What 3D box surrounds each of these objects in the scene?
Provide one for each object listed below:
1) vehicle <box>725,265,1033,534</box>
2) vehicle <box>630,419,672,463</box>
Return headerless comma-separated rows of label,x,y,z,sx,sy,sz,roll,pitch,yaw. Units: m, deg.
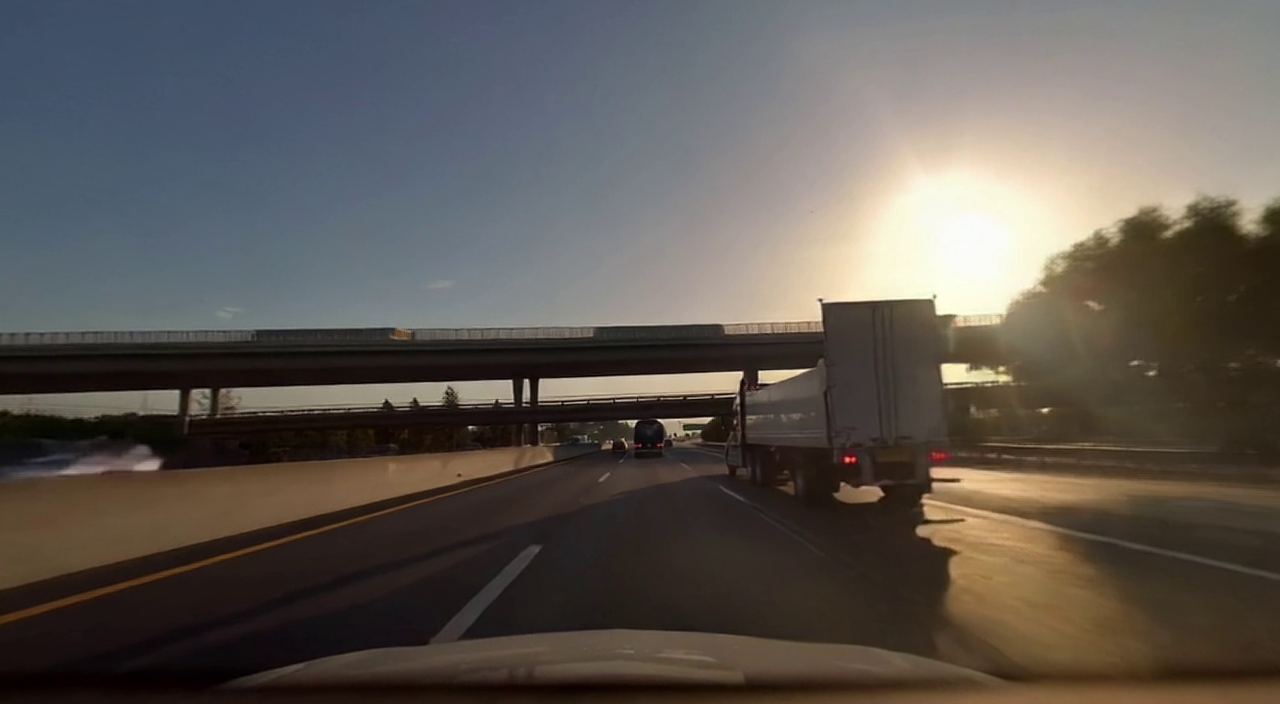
vehicle,4.226,1.432,14.789,2.997,3.983,10.860,1,-8,0
vehicle,0.682,5.779,40.828,2.481,2.618,6.314,-1,-8,1
